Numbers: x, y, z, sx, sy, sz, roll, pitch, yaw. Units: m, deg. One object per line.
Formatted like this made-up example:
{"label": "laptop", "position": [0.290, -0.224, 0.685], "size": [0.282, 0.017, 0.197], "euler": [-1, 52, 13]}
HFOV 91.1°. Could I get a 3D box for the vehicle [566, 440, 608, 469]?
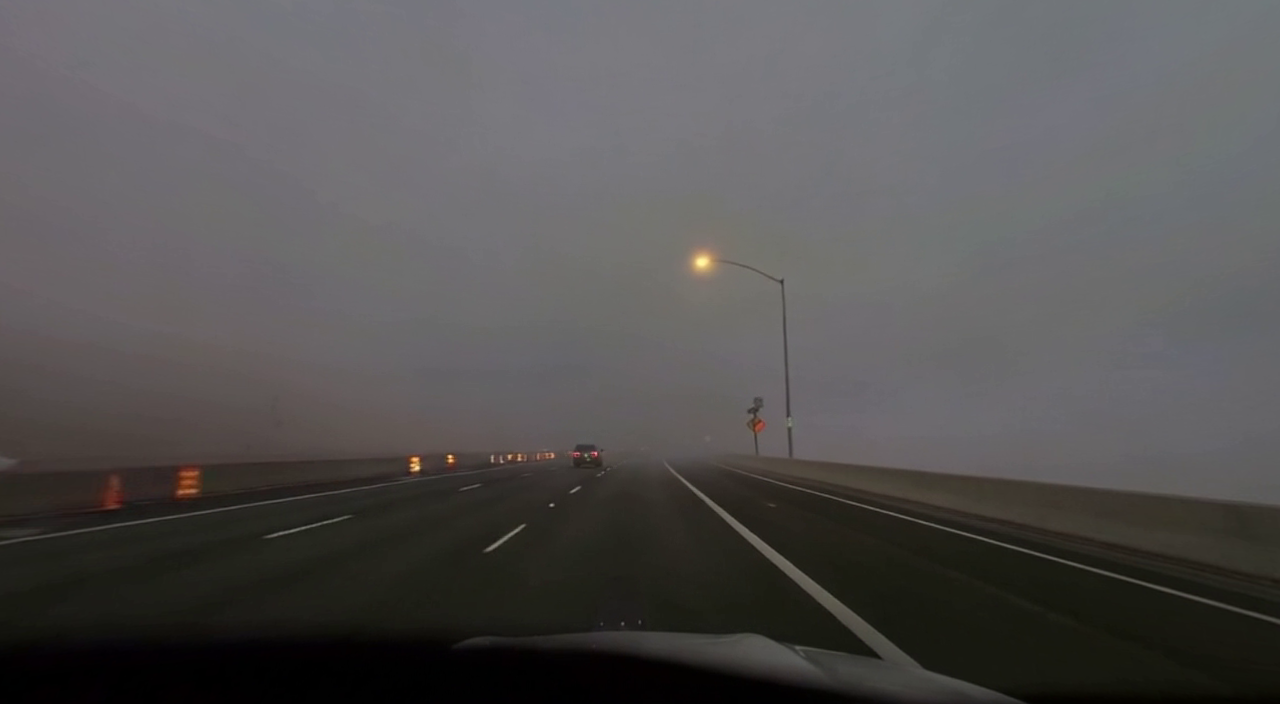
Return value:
{"label": "vehicle", "position": [-3.087, 6.121, 37.610], "size": [2.078, 1.629, 4.059], "euler": [0, -8, 1]}
